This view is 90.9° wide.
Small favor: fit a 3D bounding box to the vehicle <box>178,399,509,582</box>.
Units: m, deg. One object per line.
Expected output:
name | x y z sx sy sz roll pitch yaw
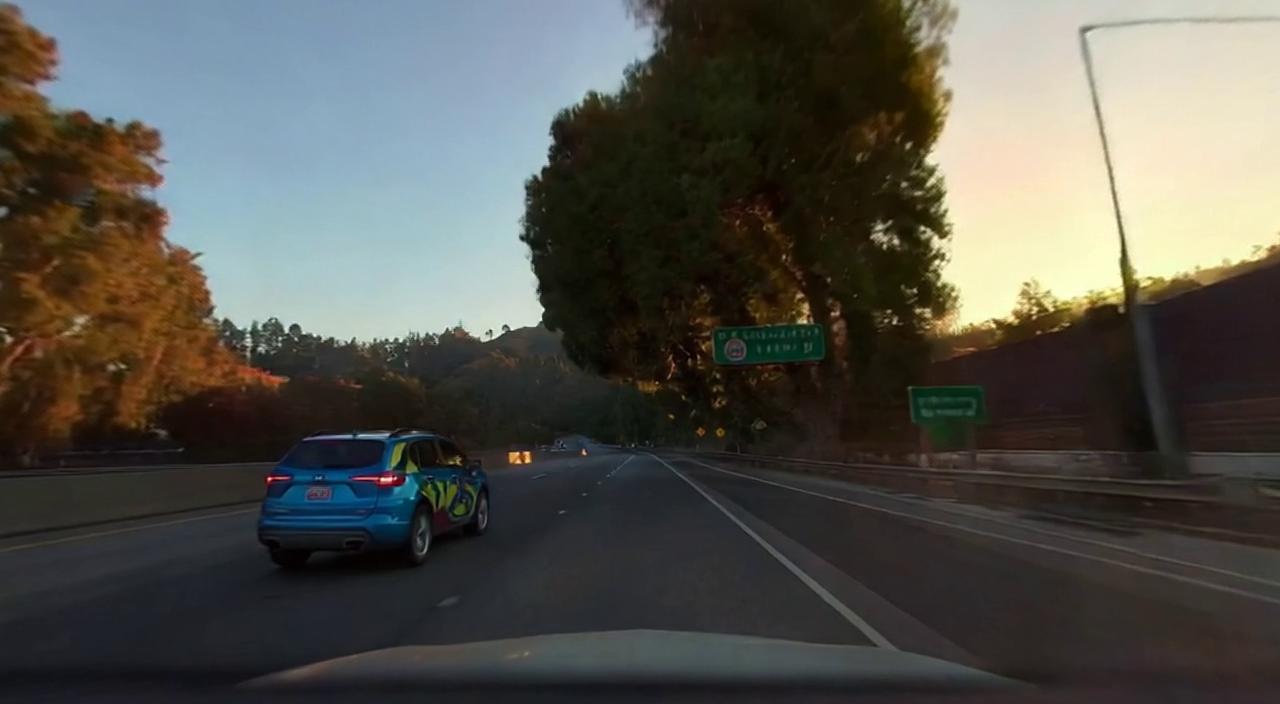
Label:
vehicle | -3.438 1.714 8.666 2.183 1.803 4.685 0 -8 1
